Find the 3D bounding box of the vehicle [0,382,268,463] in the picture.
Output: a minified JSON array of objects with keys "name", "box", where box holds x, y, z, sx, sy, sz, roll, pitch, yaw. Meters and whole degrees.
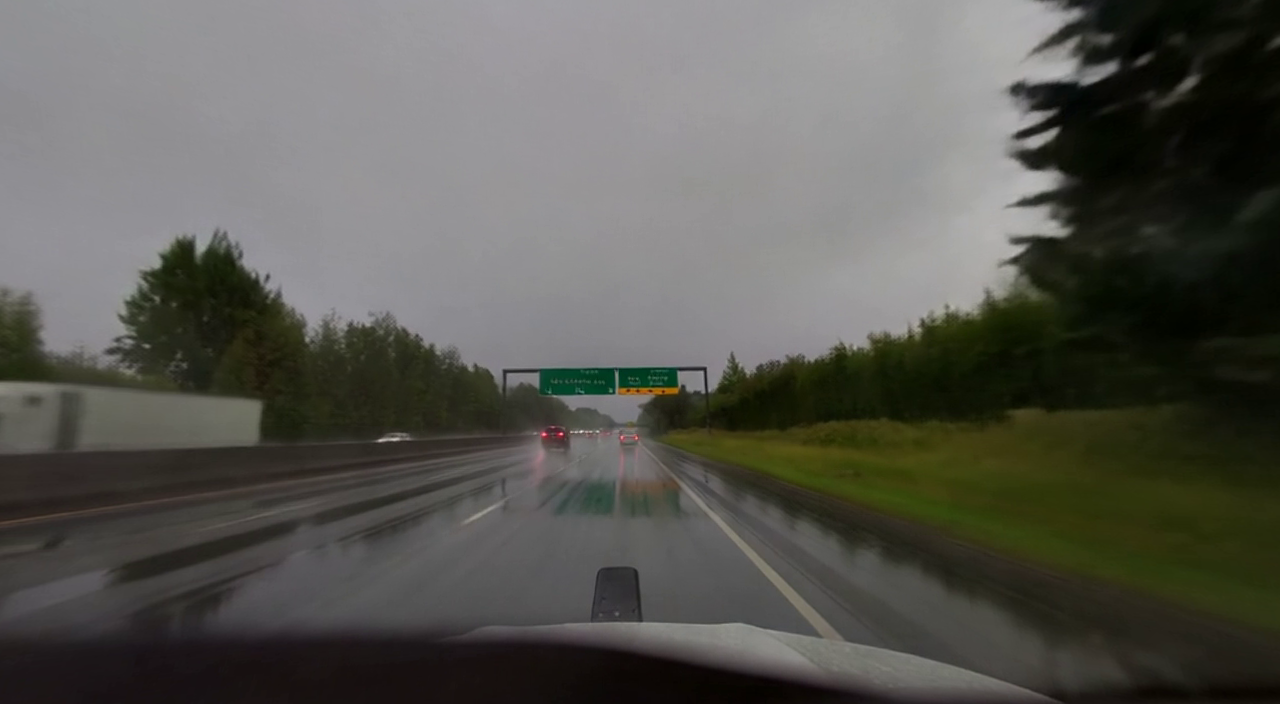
[{"name":"vehicle","box":[-23.834,3.552,30.901,3.023,3.075,13.424,0,-7,-1]}]
